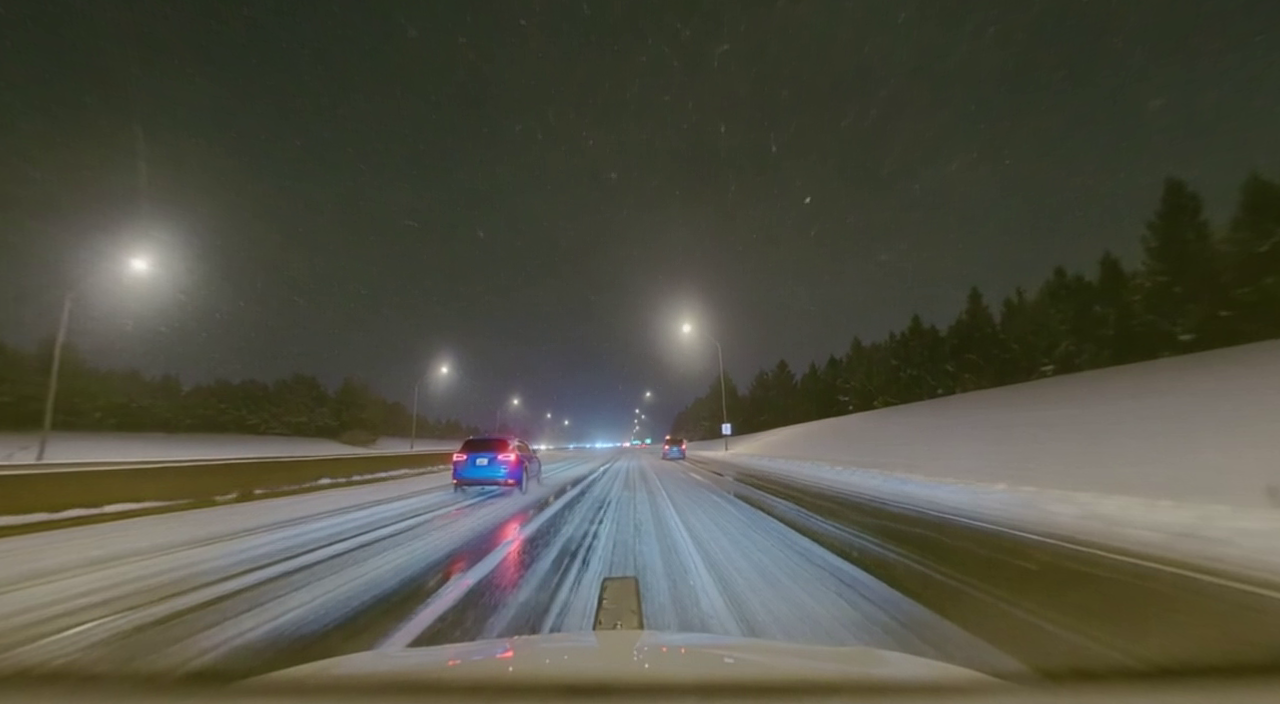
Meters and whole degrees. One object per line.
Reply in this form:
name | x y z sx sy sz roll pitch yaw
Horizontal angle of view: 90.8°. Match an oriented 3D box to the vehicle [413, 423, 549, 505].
vehicle | -3.848 2.851 16.465 2.205 1.773 5.124 0 -8 0
